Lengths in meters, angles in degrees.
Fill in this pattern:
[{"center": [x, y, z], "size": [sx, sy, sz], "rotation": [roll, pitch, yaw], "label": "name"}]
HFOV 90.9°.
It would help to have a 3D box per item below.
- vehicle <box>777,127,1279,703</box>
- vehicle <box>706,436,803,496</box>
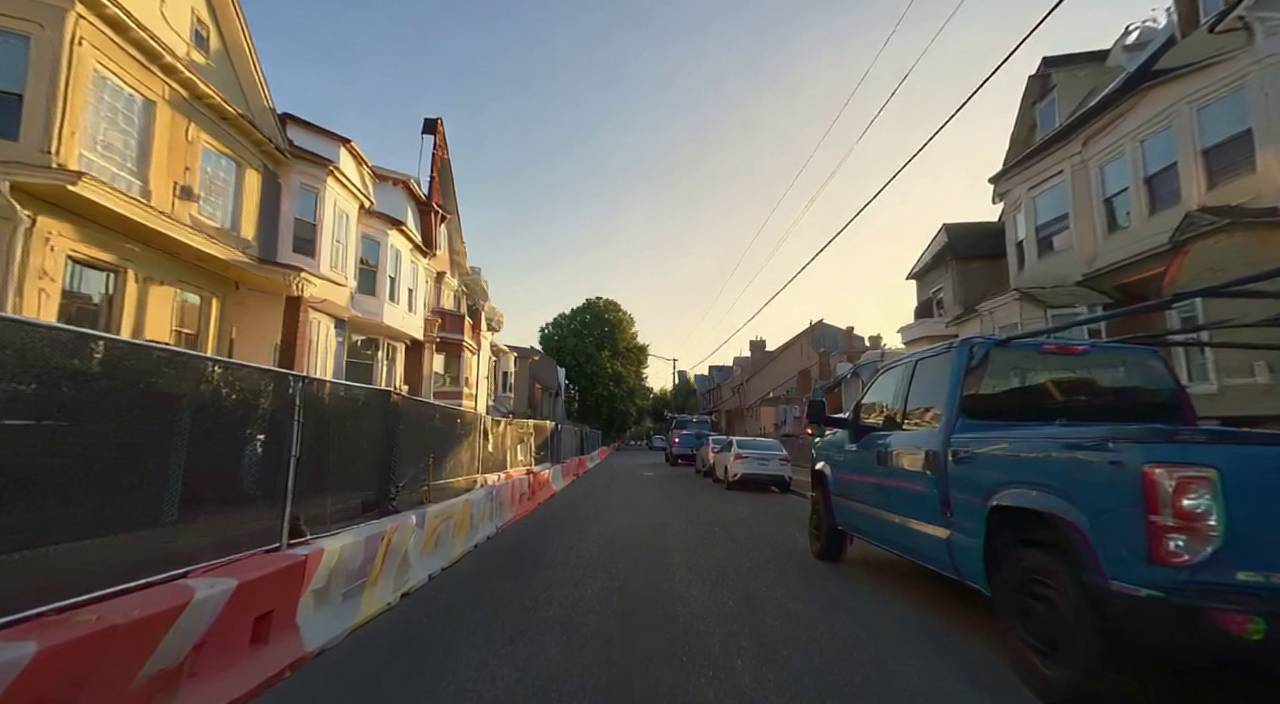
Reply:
[{"center": [3.145, 0.820, 5.297], "size": [2.483, 2.644, 5.972], "rotation": [0, -8, -1], "label": "vehicle"}, {"center": [3.008, 3.047, 17.439], "size": [1.805, 1.436, 4.201], "rotation": [0, -8, -2], "label": "vehicle"}]
